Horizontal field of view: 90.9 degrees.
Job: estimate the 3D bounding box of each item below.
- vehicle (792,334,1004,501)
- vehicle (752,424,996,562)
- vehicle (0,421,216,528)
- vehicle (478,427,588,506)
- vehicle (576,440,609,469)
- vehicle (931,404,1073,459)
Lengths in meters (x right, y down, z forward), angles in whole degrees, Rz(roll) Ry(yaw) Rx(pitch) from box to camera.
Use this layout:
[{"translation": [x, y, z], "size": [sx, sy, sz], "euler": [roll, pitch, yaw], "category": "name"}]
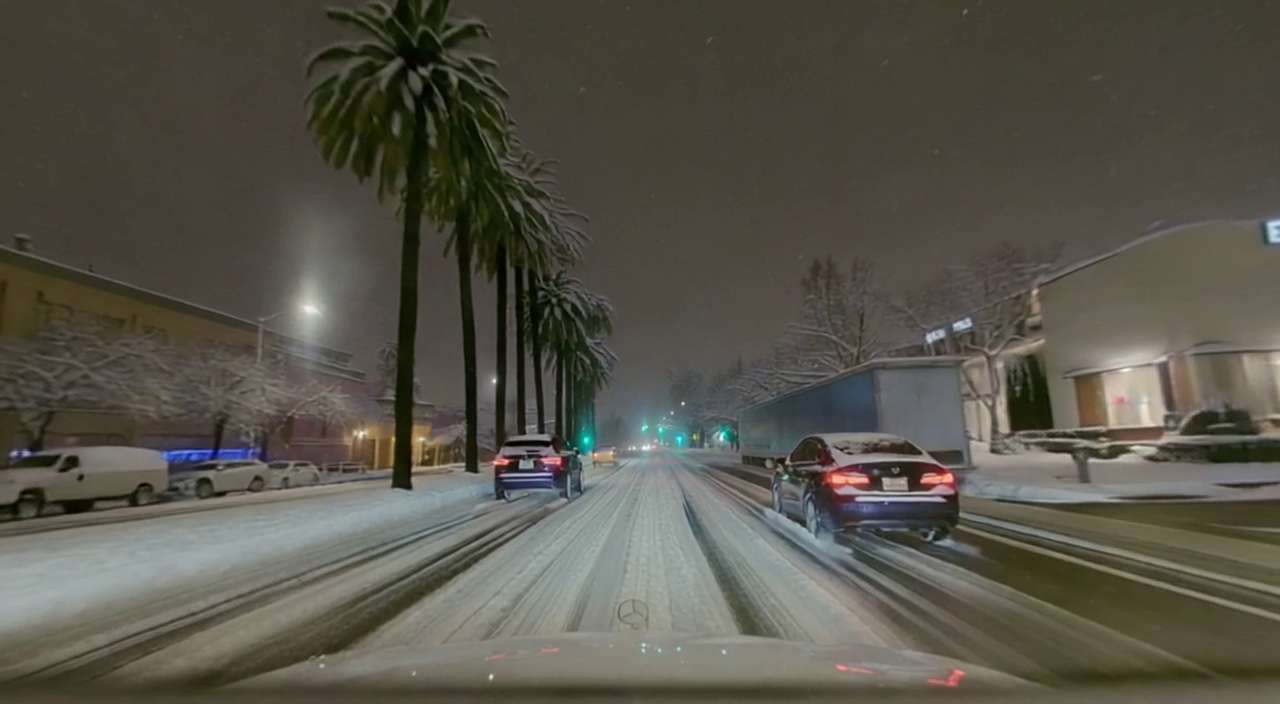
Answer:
[{"translation": [7.103, 2.107, 19.090], "size": [2.902, 3.992, 8.073], "euler": [0, -8, 0], "category": "vehicle"}, {"translation": [3.002, 1.896, 9.201], "size": [1.946, 1.513, 4.133], "euler": [0, -9, 0], "category": "vehicle"}, {"translation": [-21.509, 4.592, 24.742], "size": [3.030, 3.354, 9.135], "euler": [-1, -9, 2], "category": "vehicle"}, {"translation": [-2.695, 3.020, 17.026], "size": [2.058, 1.804, 4.391], "euler": [-1, -9, 2], "category": "vehicle"}, {"translation": [-3.065, 6.711, 41.398], "size": [1.998, 1.743, 4.402], "euler": [0, -9, -2], "category": "vehicle"}, {"translation": [18.028, 4.060, 31.677], "size": [5.858, 2.544, 2.273], "euler": [-5, -10, 30], "category": "vehicle"}]
